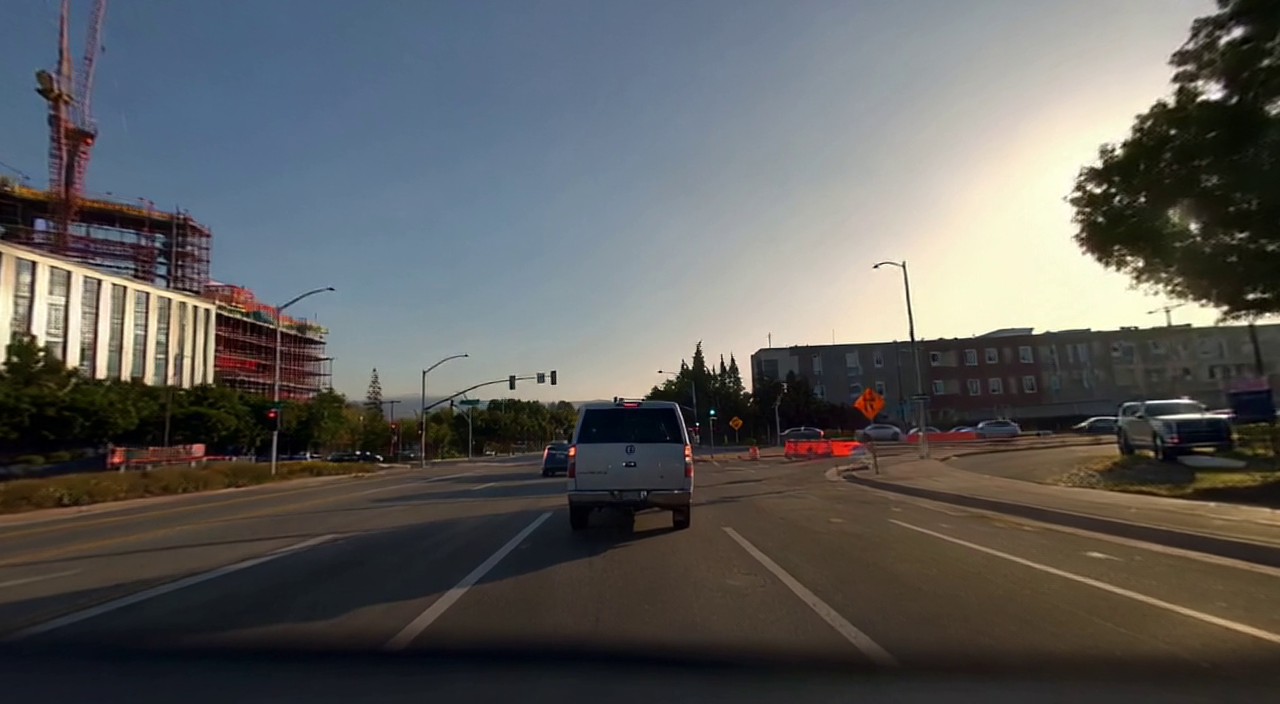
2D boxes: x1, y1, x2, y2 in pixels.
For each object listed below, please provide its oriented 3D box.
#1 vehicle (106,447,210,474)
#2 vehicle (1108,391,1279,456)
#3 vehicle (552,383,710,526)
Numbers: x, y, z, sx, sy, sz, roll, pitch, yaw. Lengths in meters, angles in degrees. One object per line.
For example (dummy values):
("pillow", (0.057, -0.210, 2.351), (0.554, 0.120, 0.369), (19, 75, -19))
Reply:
("vehicle", (-36.120, 8.148, 47.320), (5.755, 1.945, 2.403), (0, -8, -1))
("vehicle", (14.798, 1.800, 15.539), (4.986, 1.467, 2.025), (-6, -10, 33))
("vehicle", (-0.288, 1.956, 12.369), (2.350, 2.122, 5.801), (0, -8, -3))
